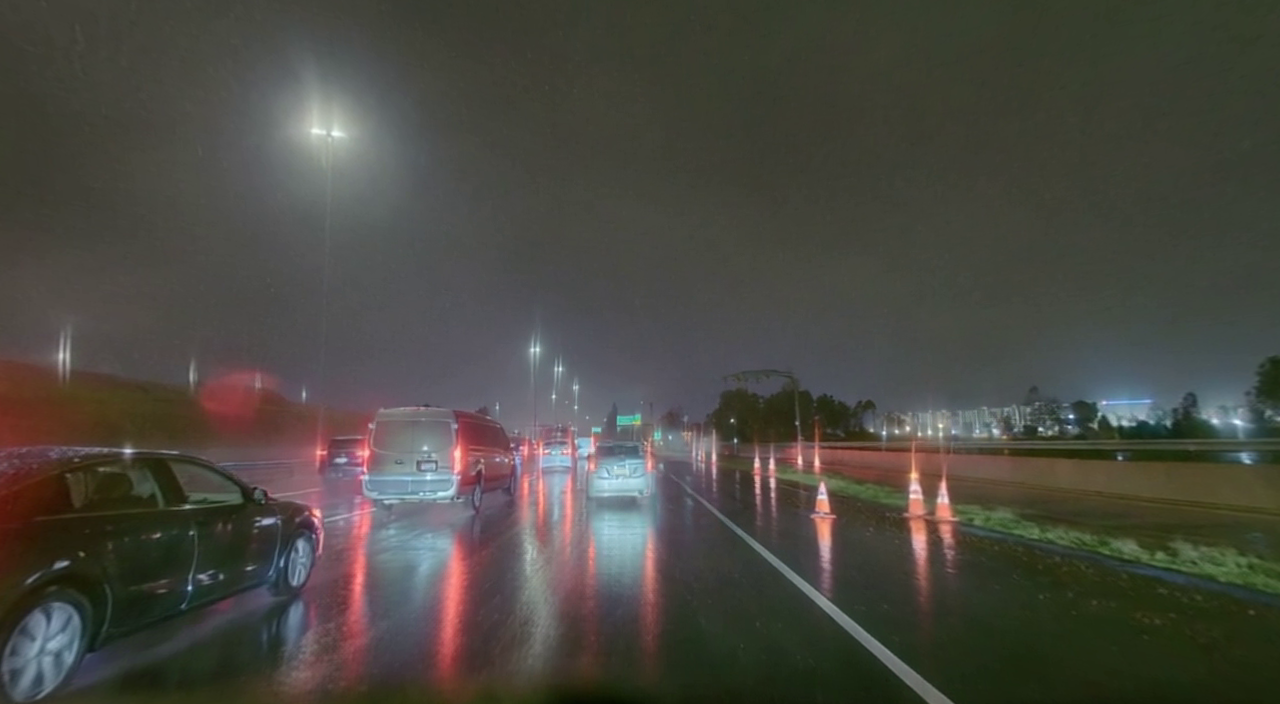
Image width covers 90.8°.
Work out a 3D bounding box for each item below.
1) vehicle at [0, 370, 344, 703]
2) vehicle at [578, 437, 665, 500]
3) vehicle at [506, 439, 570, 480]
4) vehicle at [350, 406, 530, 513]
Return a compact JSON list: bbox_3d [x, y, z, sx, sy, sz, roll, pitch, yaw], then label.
[{"bbox_3d":[-3.779,1.010,3.531,2.041,1.604,4.384,0,-9,1],"label":"vehicle"},{"bbox_3d":[-0.463,3.080,17.126,2.069,1.484,3.918,0,-9,-1],"label":"vehicle"},{"bbox_3d":[-3.931,4.214,24.988,1.824,1.459,4.007,0,-9,0],"label":"vehicle"},{"bbox_3d":[-4.279,2.458,14.857,2.324,2.012,5.740,0,-9,0],"label":"vehicle"}]
